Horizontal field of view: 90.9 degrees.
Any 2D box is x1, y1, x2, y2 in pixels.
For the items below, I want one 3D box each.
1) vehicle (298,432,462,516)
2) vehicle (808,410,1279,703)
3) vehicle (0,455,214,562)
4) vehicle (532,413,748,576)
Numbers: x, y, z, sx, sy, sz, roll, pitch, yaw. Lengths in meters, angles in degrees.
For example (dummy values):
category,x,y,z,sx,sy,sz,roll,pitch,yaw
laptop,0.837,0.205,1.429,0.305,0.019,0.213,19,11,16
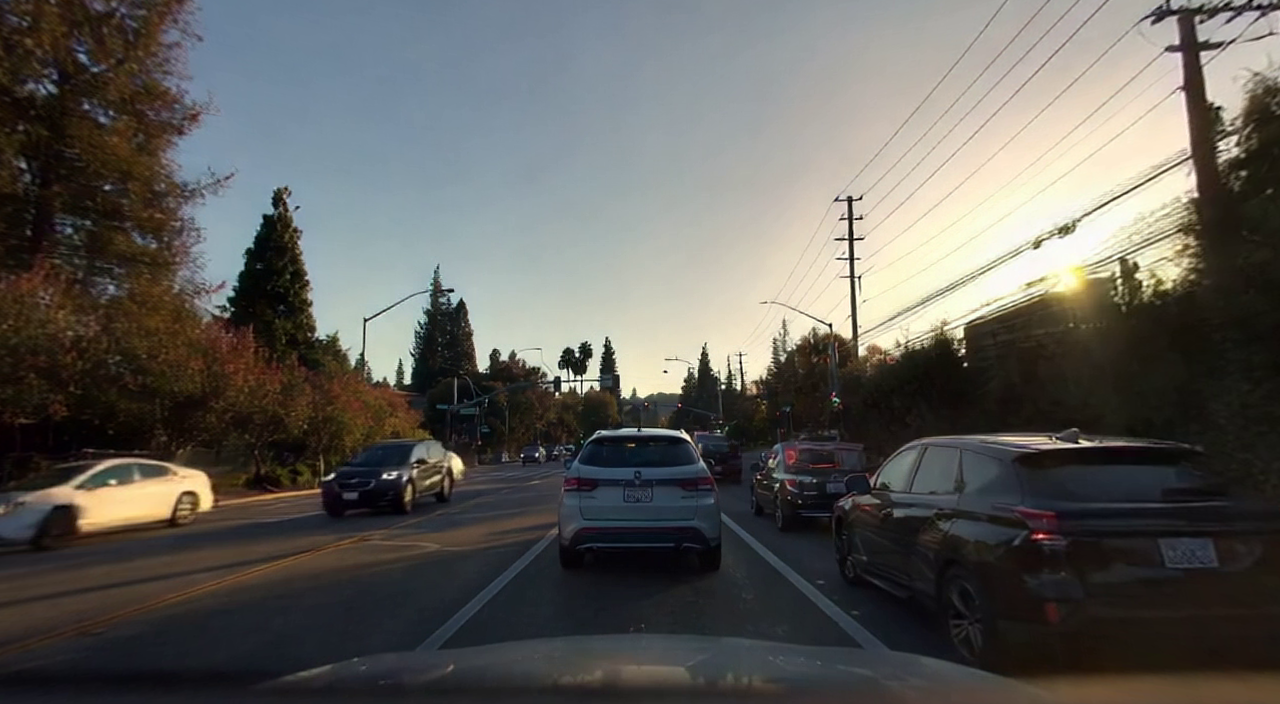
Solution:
category,x,y,z,sx,sy,sz,roll,pitch,yaw
vehicle,-6.167,2.929,15.670,2.068,1.739,4.572,0,-8,1
vehicle,2.883,1.320,4.949,1.950,1.487,4.275,0,-8,0
vehicle,-10.066,2.630,11.293,1.921,1.471,4.137,0,-8,1
vehicle,0.008,1.768,8.594,2.200,1.653,4.127,0,-8,0
